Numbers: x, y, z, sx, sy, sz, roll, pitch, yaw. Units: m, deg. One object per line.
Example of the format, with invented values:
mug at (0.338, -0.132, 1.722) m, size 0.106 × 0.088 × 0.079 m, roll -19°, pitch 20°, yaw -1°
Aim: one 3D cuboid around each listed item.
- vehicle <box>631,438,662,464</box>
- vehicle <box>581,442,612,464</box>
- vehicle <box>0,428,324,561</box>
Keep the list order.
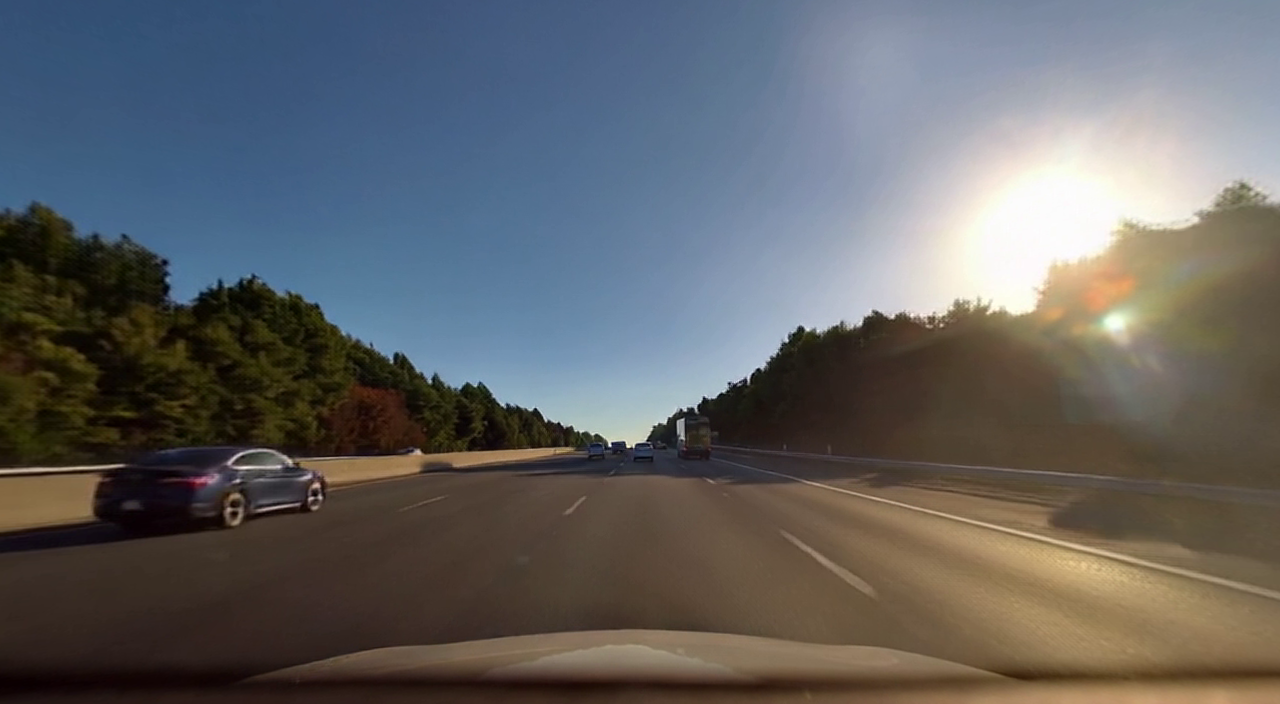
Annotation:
vehicle at (0.480, 7.394, 47.186) m, size 2.212 × 1.807 × 4.372 m, roll 0°, pitch -9°, yaw 0°
vehicle at (-3.240, 7.561, 47.380) m, size 2.025 × 1.571 × 3.662 m, roll 0°, pitch -9°, yaw 1°
vehicle at (-7.106, 2.014, 9.689) m, size 1.947 × 1.513 × 4.751 m, roll -1°, pitch -9°, yaw 1°
